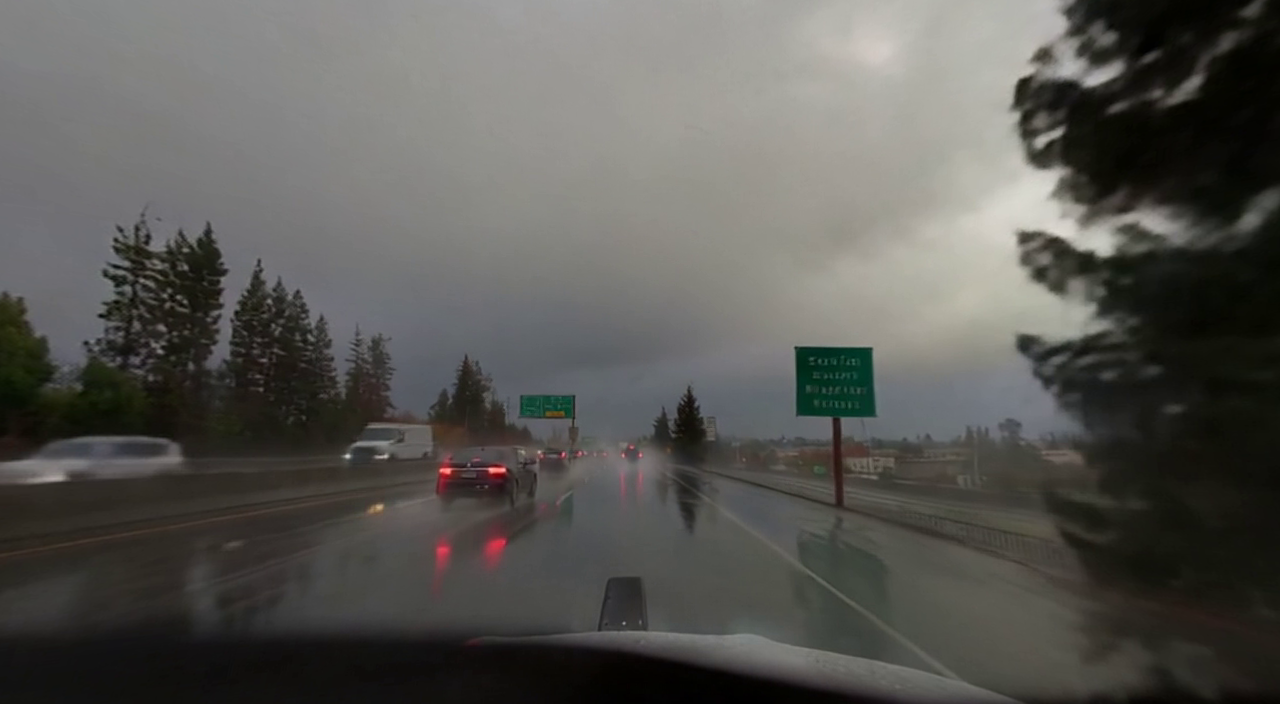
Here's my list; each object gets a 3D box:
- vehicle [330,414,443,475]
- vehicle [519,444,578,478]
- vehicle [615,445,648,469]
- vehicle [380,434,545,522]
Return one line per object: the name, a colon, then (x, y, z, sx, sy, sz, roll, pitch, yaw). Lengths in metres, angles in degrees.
vehicle: (-13.702, 5.091, 35.000, 3.032, 2.987, 7.725, 0, -8, 0)
vehicle: (-4.201, 5.057, 29.647, 2.107, 1.453, 4.462, 0, -8, 0)
vehicle: (-0.558, 6.877, 41.596, 2.100, 1.471, 3.956, 0, -8, -1)
vehicle: (-3.403, 2.502, 13.204, 2.067, 1.509, 4.551, 0, -8, 1)
